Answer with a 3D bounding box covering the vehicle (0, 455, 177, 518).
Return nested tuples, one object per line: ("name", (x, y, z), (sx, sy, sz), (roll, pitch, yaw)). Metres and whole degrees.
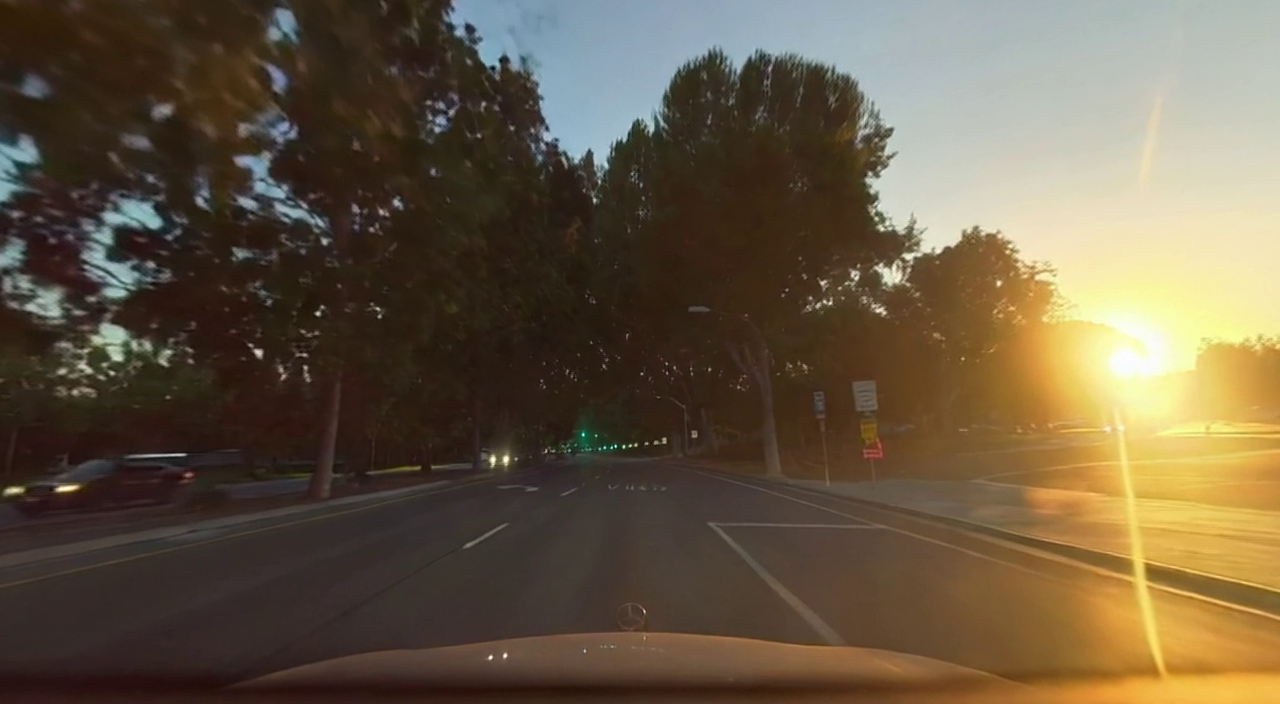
("vehicle", (-16.705, 3.855, 18.640), (2.200, 1.496, 4.809), (-1, -8, 3))
